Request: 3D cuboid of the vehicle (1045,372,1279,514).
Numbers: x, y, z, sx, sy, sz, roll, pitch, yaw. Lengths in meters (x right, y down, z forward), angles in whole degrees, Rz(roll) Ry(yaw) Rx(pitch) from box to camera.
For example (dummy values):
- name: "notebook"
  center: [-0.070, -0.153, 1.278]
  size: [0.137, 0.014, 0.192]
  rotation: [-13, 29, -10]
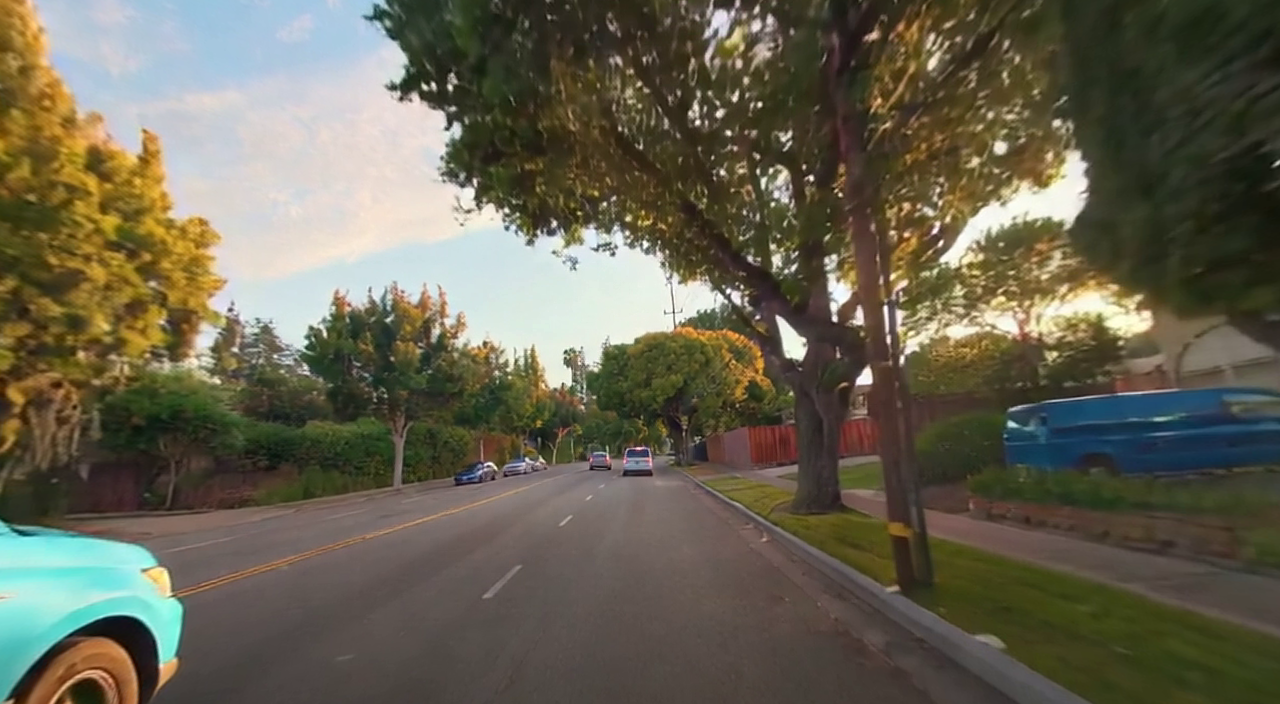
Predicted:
- name: "vehicle"
  center: [8.884, 1.283, 9.537]
  size: [3.992, 1.722, 1.911]
  rotation: [-6, -9, 2]

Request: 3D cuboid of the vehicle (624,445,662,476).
- name: "vehicle"
  center: [0.205, 6.359, 37.193]
  size: [2.120, 1.718, 3.909]
  rotation: [0, -9, 0]

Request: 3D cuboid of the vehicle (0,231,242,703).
- name: "vehicle"
  center: [-3.362, 0.397, 0.424]
  size: [2.336, 2.152, 5.866]
  rotation: [0, -9, 0]

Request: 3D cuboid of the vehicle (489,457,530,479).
- name: "vehicle"
  center: [-9.606, 8.602, 46.873]
  size: [2.068, 1.480, 4.641]
  rotation: [0, -9, 0]

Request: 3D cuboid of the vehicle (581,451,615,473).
- name: "vehicle"
  center: [-2.917, 7.777, 44.640]
  size: [1.968, 1.472, 4.489]
  rotation: [0, -9, 2]

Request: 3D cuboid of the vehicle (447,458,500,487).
- name: "vehicle"
  center: [-9.815, 7.150, 37.517]
  size: [1.879, 1.494, 4.445]
  rotation: [-2, -9, 1]
